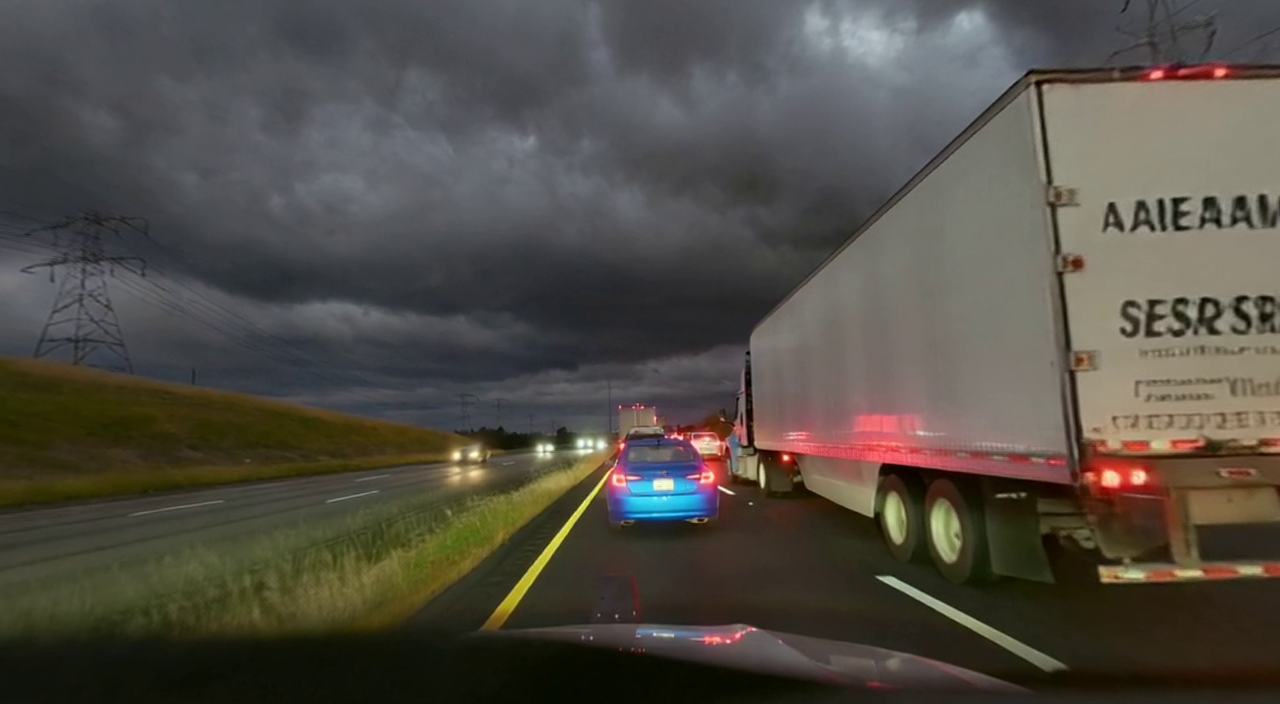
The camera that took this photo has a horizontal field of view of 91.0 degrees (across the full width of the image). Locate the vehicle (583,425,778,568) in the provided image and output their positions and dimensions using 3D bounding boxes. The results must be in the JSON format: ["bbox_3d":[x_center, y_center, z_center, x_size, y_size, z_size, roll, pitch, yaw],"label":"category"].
[{"bbox_3d":[0.348,1.763,8.430,2.045,1.446,3.597,0,-8,-2],"label":"vehicle"}]

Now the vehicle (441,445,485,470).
[{"bbox_3d":[-11.919,7.128,42.591,1.856,1.559,3.844,-1,-8,0],"label":"vehicle"}]

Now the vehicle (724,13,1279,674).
[{"bbox_3d":[4.202,0.790,10.929,3.138,4.065,14.276,0,-8,-2],"label":"vehicle"}]
